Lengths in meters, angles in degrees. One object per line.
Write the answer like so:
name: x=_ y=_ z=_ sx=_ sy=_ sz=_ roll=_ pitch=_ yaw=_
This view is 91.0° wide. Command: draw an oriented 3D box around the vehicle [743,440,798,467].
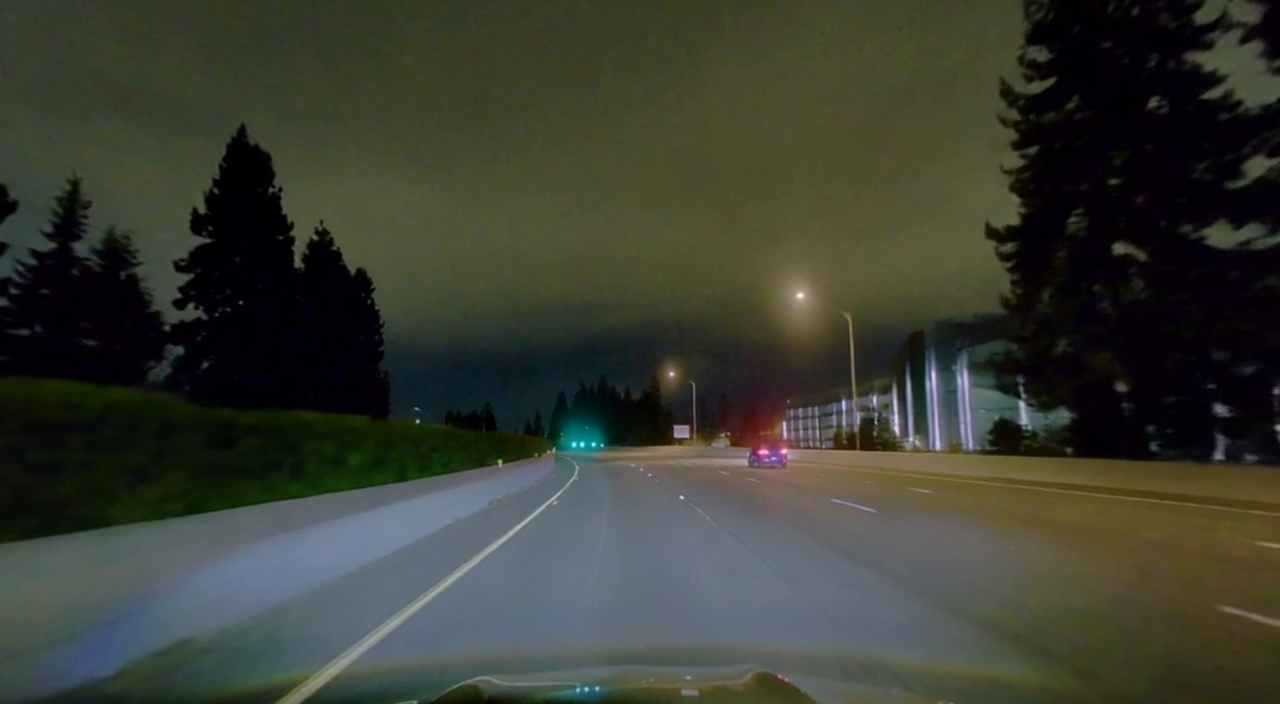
vehicle: x=7.566 y=5.925 z=37.002 sx=1.908 sy=1.483 sz=4.474 roll=1 pitch=-9 yaw=-6
